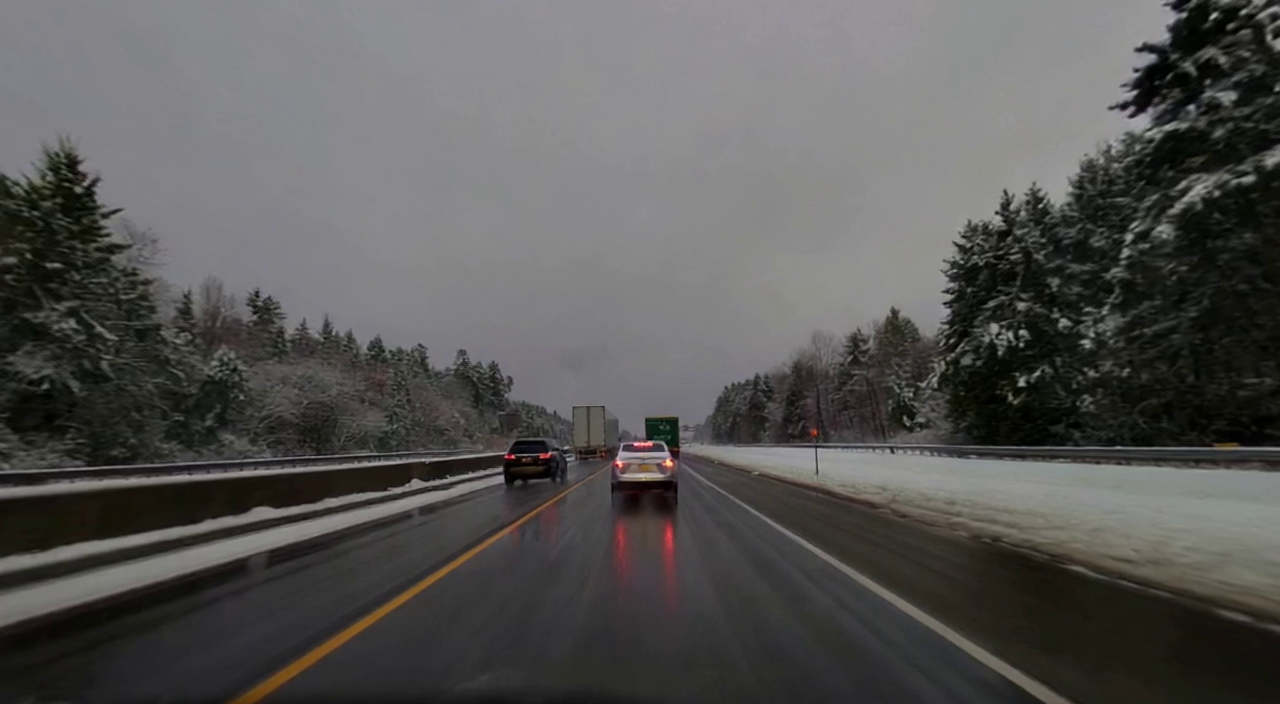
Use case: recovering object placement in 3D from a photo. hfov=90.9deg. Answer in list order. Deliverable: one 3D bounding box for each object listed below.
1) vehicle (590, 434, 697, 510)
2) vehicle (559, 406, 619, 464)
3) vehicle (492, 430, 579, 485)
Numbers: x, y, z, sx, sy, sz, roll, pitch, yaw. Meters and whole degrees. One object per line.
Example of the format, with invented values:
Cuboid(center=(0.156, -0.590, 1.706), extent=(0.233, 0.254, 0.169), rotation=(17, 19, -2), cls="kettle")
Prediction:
Cuboid(center=(0.065, 2.620, 14.153), extent=(2.057, 1.449, 3.931), rotation=(0, -9, 0), cls="vehicle")
Cuboid(center=(-3.231, 5.923, 43.927), extent=(2.999, 3.435, 12.740), rotation=(0, -9, 1), cls="vehicle")
Cuboid(center=(-3.525, 3.683, 22.130), extent=(2.177, 1.699, 4.431), rotation=(0, -9, 2), cls="vehicle")
